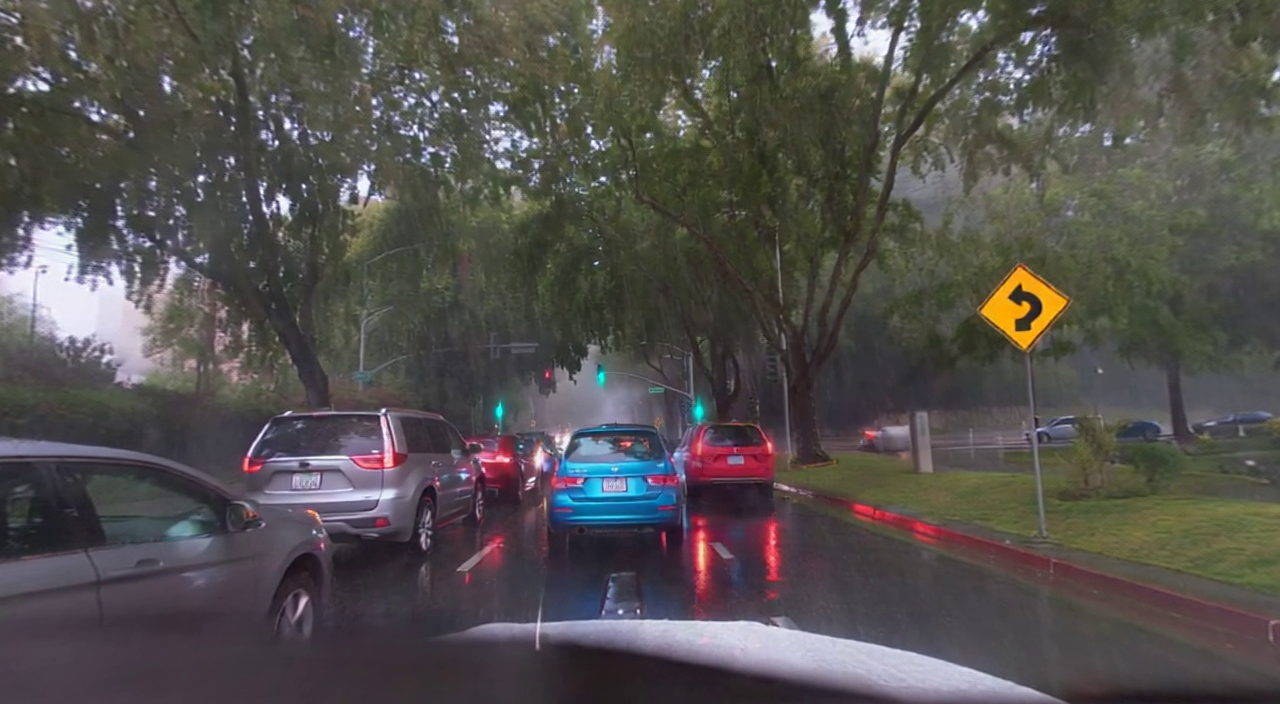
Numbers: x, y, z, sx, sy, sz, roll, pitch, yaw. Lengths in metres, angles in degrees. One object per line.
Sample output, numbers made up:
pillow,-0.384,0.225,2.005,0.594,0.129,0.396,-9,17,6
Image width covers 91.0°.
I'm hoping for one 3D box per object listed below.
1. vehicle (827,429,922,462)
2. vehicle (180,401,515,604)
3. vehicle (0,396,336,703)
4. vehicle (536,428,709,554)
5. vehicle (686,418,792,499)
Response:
vehicle,11.364,4.559,30.700,3.883,1.534,1.779,0,-8,2
vehicle,-2.895,1.577,7.450,1.964,1.712,4.097,0,-8,0
vehicle,-2.966,0.840,1.626,1.974,1.484,4.716,0,-8,0
vehicle,-0.257,1.916,9.342,2.025,1.453,3.848,0,-8,-2
vehicle,2.456,2.806,16.878,2.059,1.864,4.541,0,-8,-1
